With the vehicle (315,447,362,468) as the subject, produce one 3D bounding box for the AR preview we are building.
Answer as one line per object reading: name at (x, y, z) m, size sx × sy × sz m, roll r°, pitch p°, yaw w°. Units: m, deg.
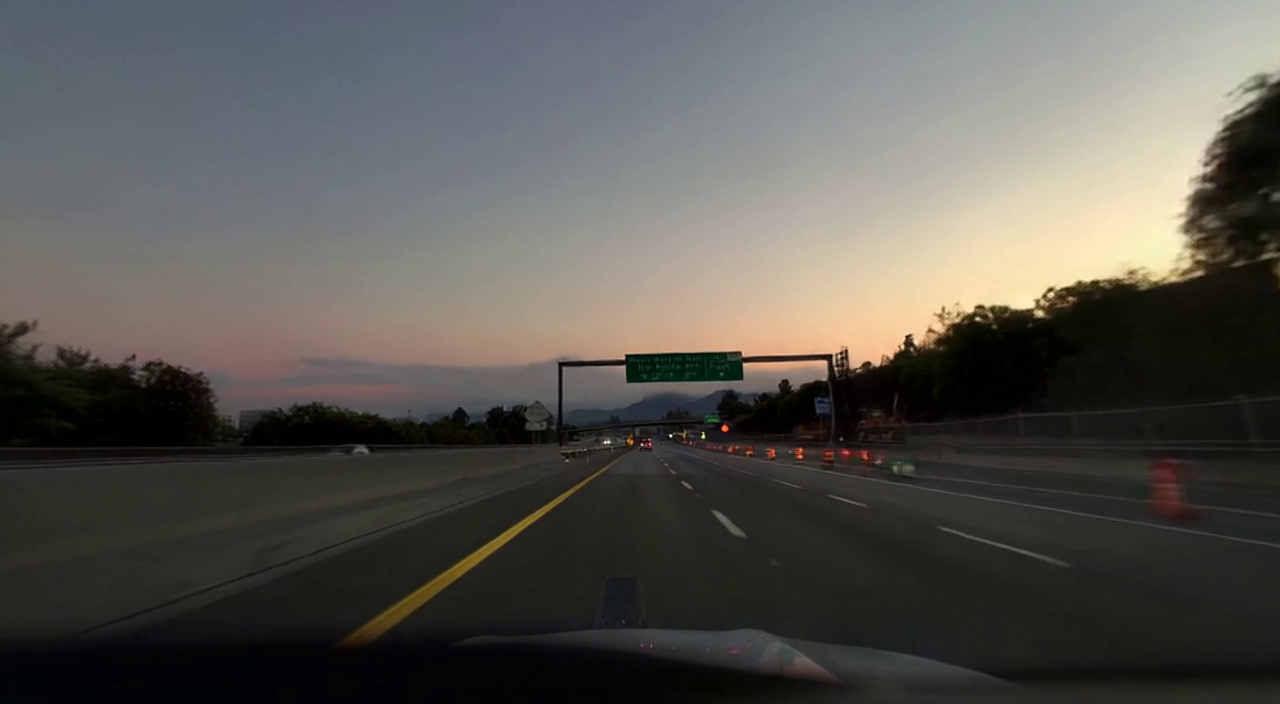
vehicle at (-19.908, 6.958, 41.735) m, size 1.482 × 1.344 × 3.313 m, roll 0°, pitch -8°, yaw -1°
